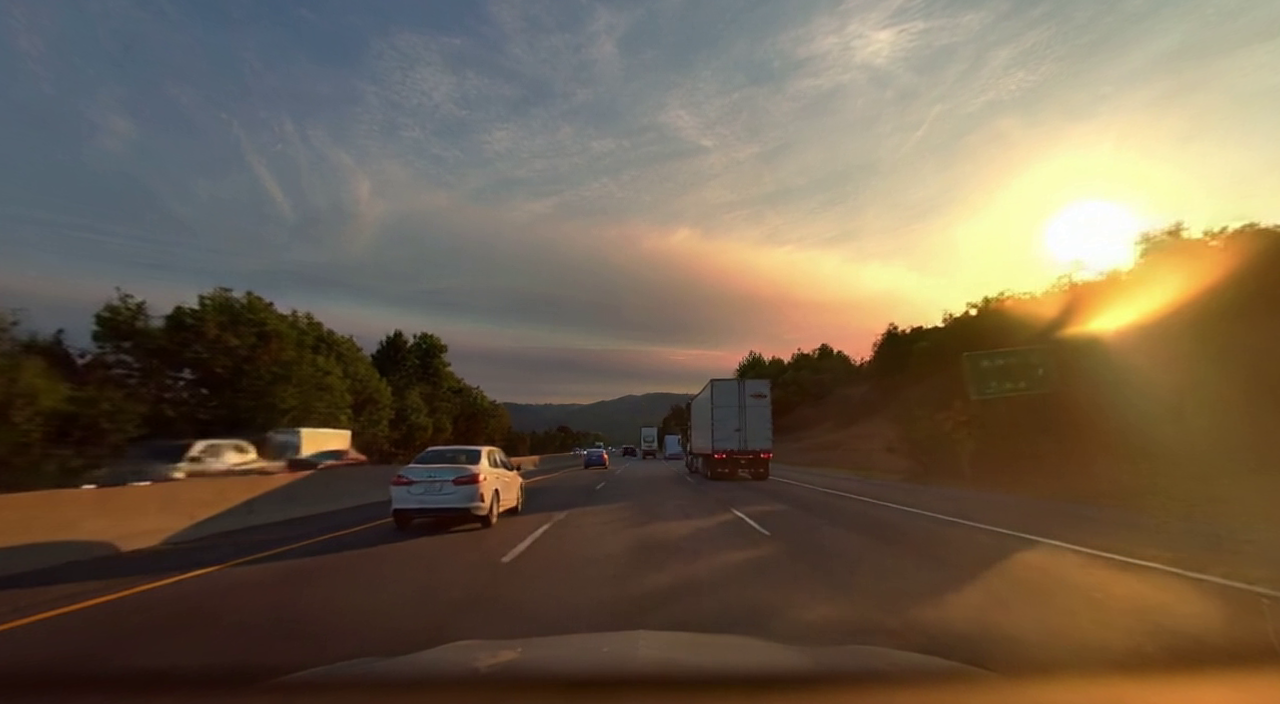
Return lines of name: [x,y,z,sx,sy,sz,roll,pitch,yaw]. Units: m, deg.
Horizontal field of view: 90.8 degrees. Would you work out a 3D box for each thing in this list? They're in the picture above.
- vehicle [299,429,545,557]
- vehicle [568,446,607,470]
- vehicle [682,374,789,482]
vehicle: [-3.012,2.101,10.145,2.104,1.526,4.940,0,-9,1]
vehicle: [-3.437,7.048,42.026,2.121,1.445,4.651,0,-9,1]
vehicle: [4.084,4.002,31.171,2.974,4.083,14.389,0,-9,0]
